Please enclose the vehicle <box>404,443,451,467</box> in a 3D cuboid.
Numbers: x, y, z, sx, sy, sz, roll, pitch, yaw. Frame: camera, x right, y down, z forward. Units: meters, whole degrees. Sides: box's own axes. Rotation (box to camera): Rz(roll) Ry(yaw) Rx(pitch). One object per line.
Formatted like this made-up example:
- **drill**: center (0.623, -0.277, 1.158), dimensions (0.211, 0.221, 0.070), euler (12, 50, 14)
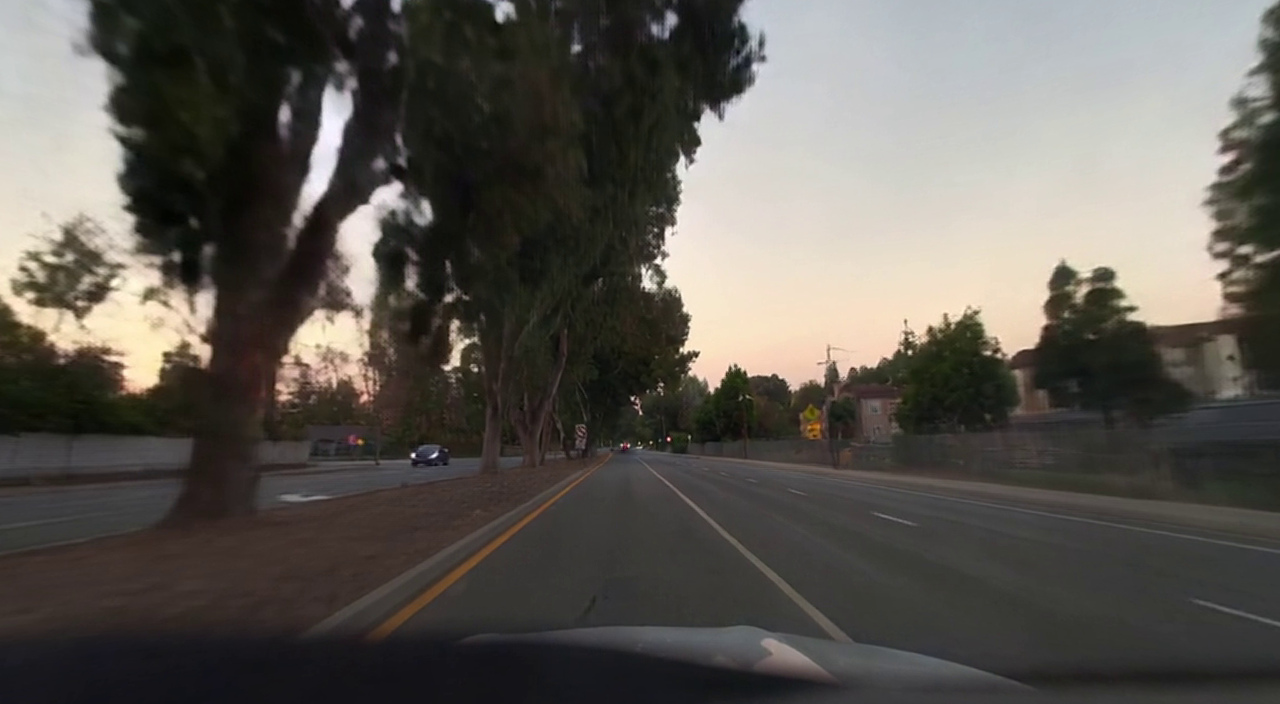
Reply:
- **vehicle**: center (-16.380, 7.980, 48.968), dimensions (2.022, 1.738, 4.668), euler (0, -9, 0)
